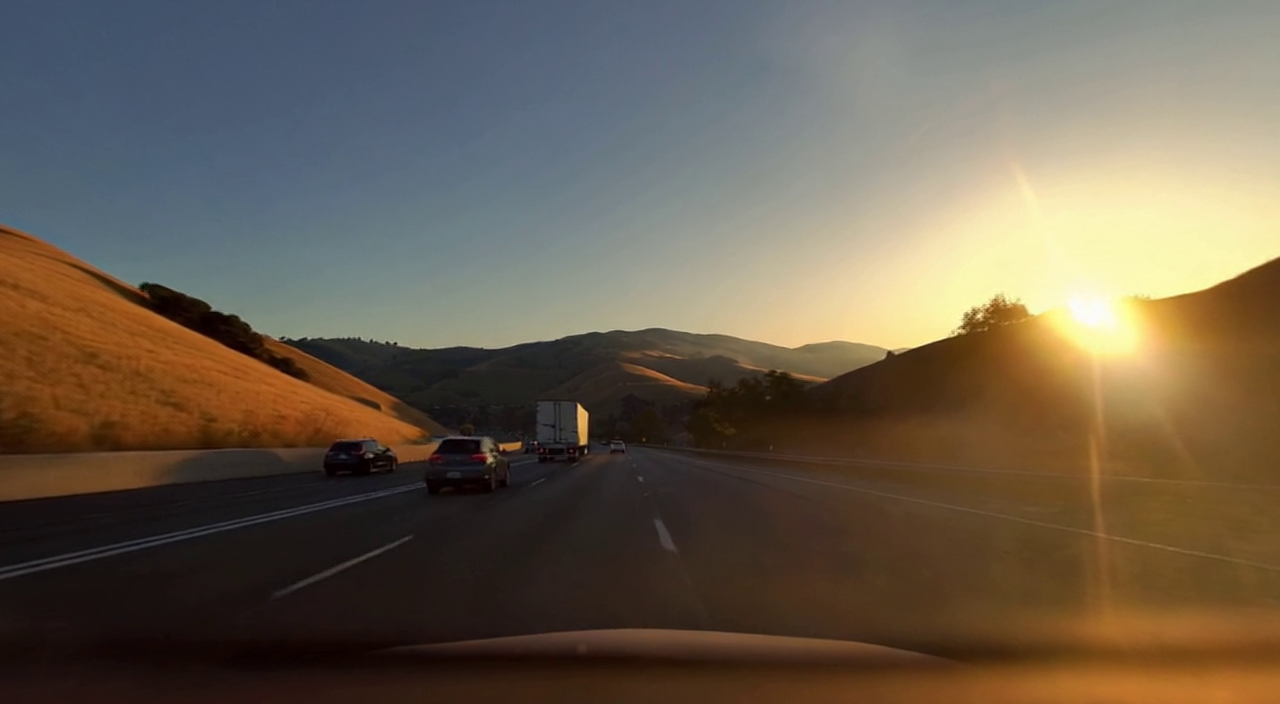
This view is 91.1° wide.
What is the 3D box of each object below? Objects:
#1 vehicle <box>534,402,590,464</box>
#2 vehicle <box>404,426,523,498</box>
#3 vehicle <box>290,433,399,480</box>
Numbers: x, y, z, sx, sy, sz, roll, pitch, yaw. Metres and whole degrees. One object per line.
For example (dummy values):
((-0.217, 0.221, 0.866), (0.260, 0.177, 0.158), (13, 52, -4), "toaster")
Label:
((-5.369, 5.939, 45.107), (2.981, 3.860, 11.022), (0, -8, -2), "vehicle")
((-4.698, 2.997, 17.510), (2.099, 1.734, 4.413), (0, -8, -1), "vehicle")
((-12.655, 4.500, 27.396), (2.130, 1.828, 5.523), (0, -8, -1), "vehicle")
